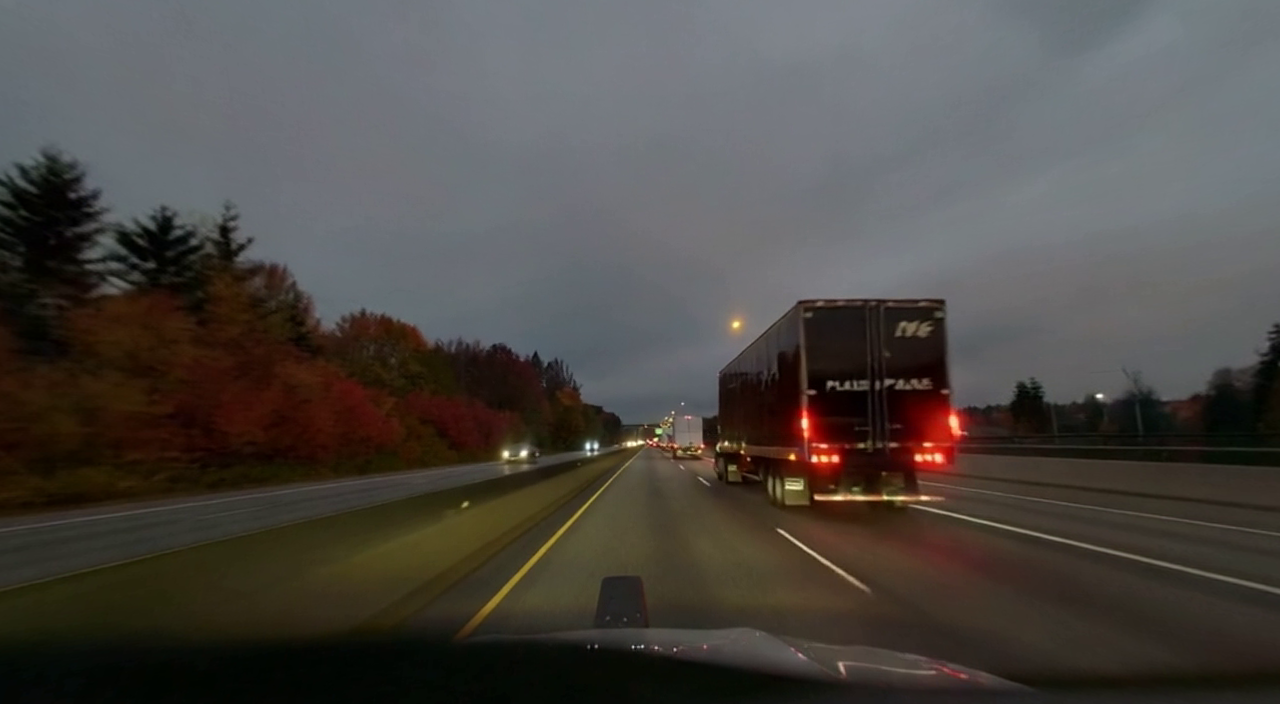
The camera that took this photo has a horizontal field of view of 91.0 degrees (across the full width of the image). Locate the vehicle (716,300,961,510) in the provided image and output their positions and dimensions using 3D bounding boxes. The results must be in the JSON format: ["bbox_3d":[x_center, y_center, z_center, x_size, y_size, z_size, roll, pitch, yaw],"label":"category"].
[{"bbox_3d":[4.510,1.936,18.681,2.864,3.962,13.768,0,-8,0],"label":"vehicle"}]

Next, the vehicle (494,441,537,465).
[{"bbox_3d":[-9.253,7.546,47.109,2.019,1.697,4.634,0,-8,3],"label":"vehicle"}]
